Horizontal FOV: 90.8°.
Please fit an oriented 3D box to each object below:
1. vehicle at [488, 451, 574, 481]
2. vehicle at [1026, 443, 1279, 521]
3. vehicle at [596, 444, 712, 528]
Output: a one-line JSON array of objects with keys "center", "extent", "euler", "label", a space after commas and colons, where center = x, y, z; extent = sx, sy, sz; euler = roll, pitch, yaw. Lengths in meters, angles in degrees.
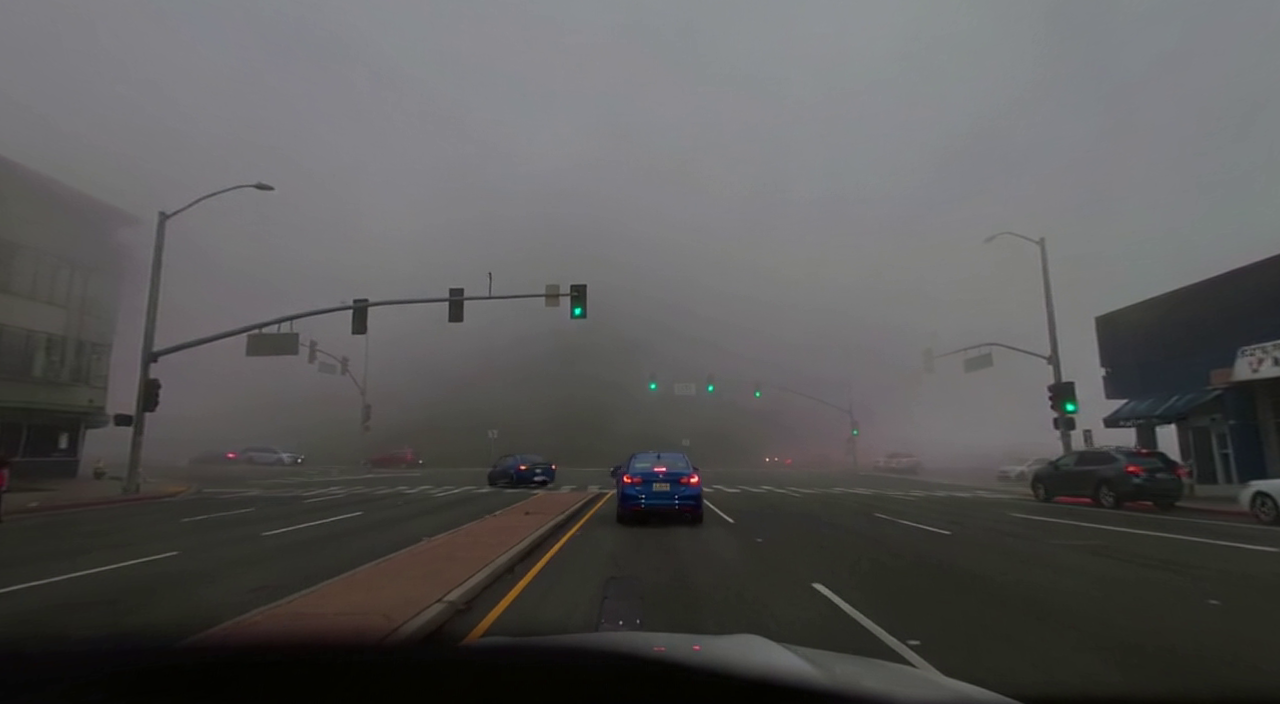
[{"center": [-5.854, 6.038, 33.693], "extent": [4.531, 1.434, 1.841], "euler": [-6, -11, 35], "label": "vehicle"}, {"center": [14.047, 3.533, 17.916], "extent": [2.309, 1.819, 5.793], "euler": [0, -9, -3], "label": "vehicle"}, {"center": [0.314, 2.731, 13.471], "extent": [2.067, 1.471, 4.241], "euler": [0, -9, 2], "label": "vehicle"}]
